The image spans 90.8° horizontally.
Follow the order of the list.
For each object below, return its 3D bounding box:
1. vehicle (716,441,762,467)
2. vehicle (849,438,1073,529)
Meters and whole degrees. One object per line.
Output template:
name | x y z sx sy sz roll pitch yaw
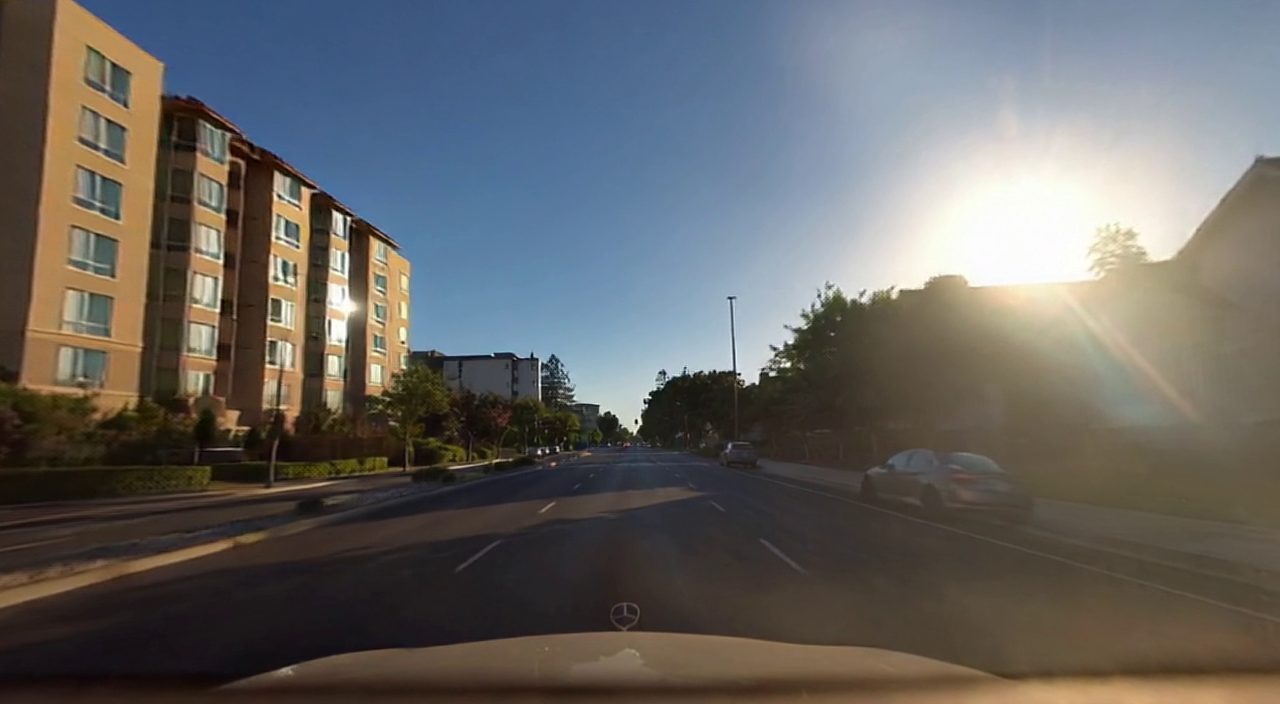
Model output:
vehicle | 6.214 6.448 40.220 1.948 1.526 4.518 0 -8 -3
vehicle | 6.148 2.545 12.952 1.944 1.478 4.885 0 -8 -1
